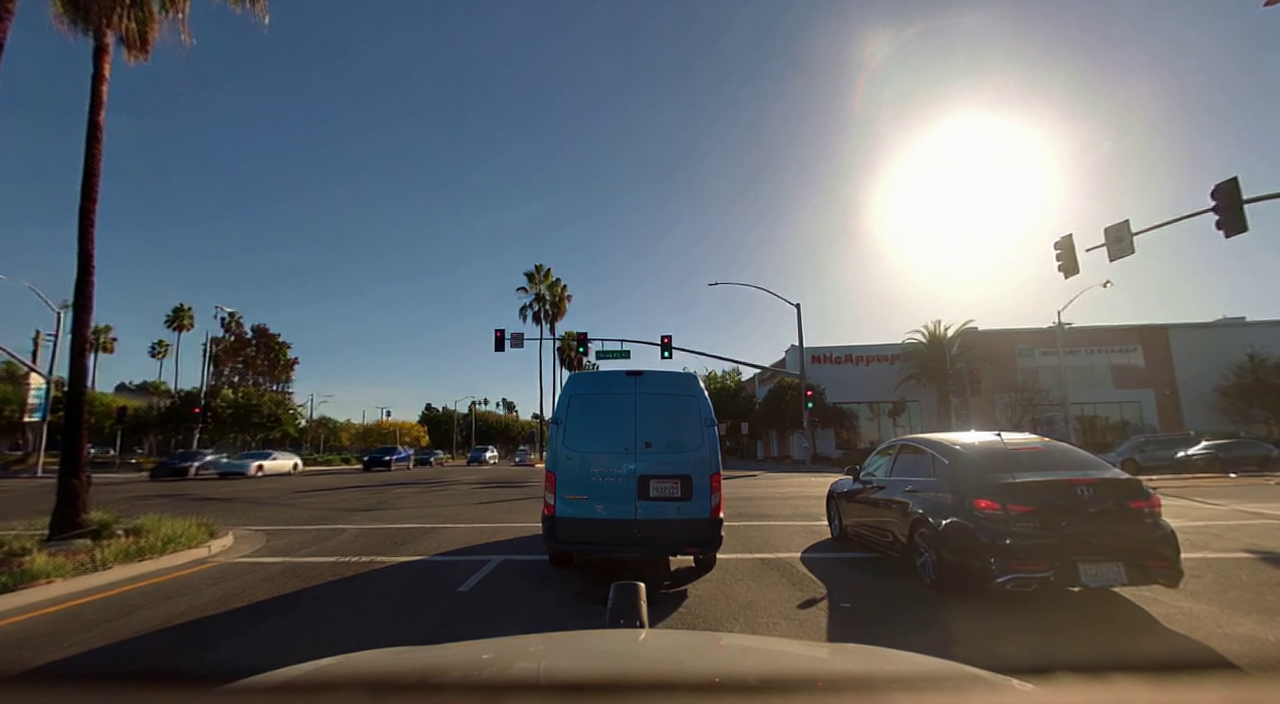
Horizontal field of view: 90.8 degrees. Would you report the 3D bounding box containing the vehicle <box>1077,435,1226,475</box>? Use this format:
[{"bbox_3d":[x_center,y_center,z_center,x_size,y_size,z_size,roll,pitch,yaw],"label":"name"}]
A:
[{"bbox_3d":[22.234,4.488,27.623,4.533,1.676,2.236,0,-9,-1],"label":"vehicle"}]

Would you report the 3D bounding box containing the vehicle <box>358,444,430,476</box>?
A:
[{"bbox_3d":[-13.868,6.114,35.918,2.074,1.671,4.755,0,-9,2],"label":"vehicle"}]

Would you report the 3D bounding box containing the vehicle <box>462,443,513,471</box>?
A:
[{"bbox_3d":[-9.709,6.710,40.632,2.074,1.681,4.417,0,-9,1],"label":"vehicle"}]

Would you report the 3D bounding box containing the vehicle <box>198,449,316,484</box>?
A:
[{"bbox_3d":[-17.547,5.268,29.343,2.221,1.449,5.092,0,-9,1],"label":"vehicle"}]

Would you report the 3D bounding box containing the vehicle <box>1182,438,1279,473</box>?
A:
[{"bbox_3d":[27.392,4.642,28.465,4.625,1.451,1.801,1,-9,-9],"label":"vehicle"}]

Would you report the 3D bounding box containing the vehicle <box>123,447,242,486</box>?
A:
[{"bbox_3d":[-21.253,5.296,29.645,2.107,1.642,4.561,0,-9,1],"label":"vehicle"}]
